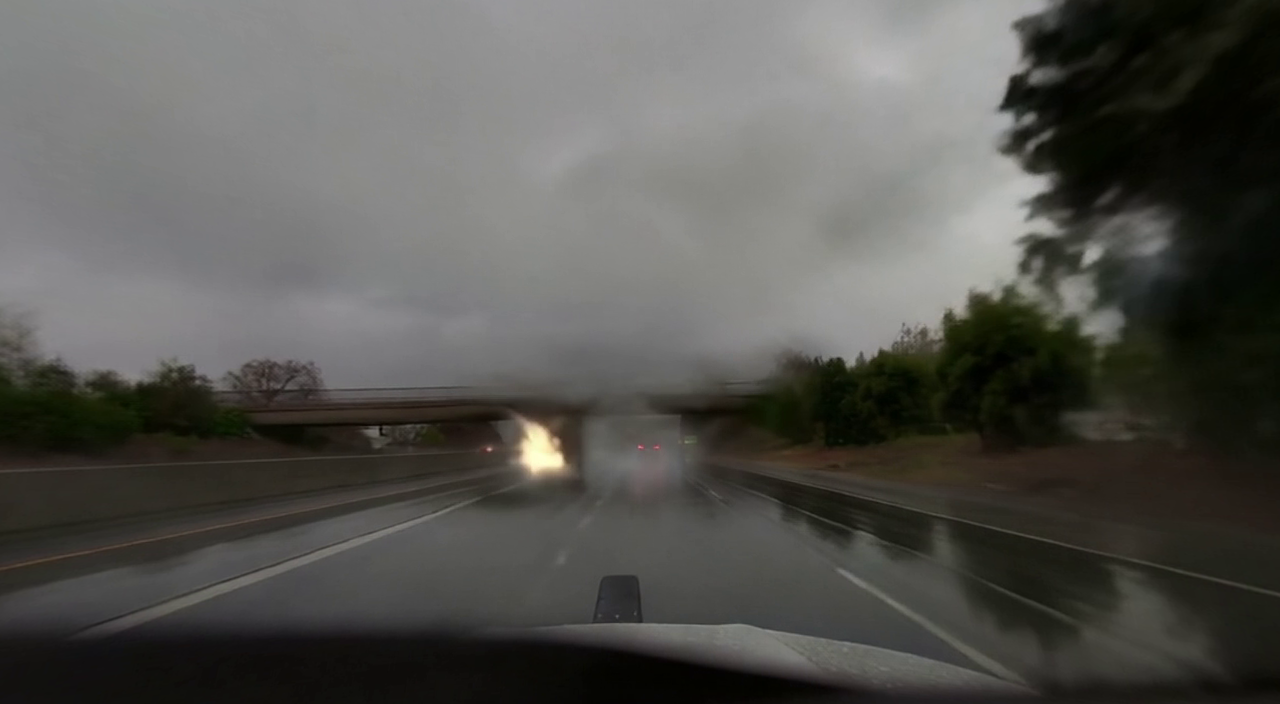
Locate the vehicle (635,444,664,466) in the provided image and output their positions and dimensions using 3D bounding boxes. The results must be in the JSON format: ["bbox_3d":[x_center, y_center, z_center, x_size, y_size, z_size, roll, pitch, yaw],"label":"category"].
[{"bbox_3d":[0.644,7.254,44.735,1.970,1.477,4.158,0,-9,-1],"label":"vehicle"}]
